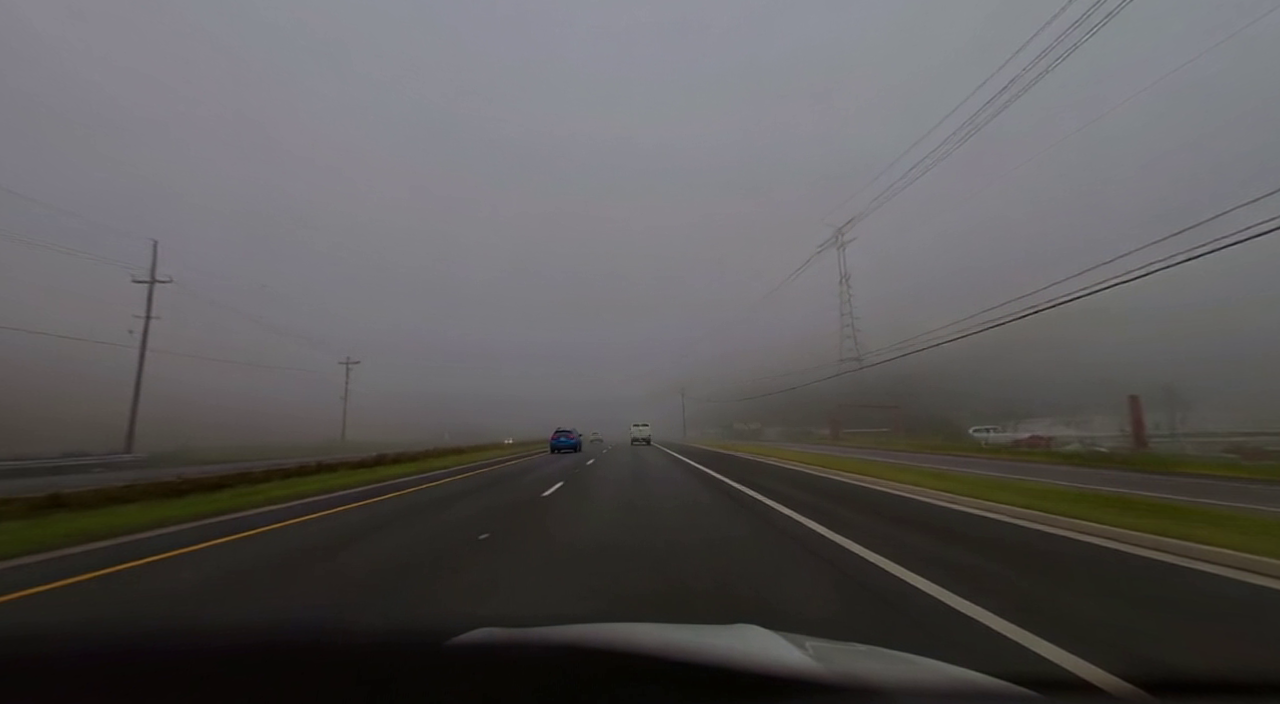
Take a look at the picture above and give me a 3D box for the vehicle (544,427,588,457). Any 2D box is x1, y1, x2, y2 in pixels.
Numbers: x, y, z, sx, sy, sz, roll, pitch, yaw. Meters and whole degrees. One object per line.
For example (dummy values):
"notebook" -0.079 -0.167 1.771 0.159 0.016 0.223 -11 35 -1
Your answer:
"vehicle" -4.109 5.062 35.611 2.023 1.580 4.259 0 -8 -1
